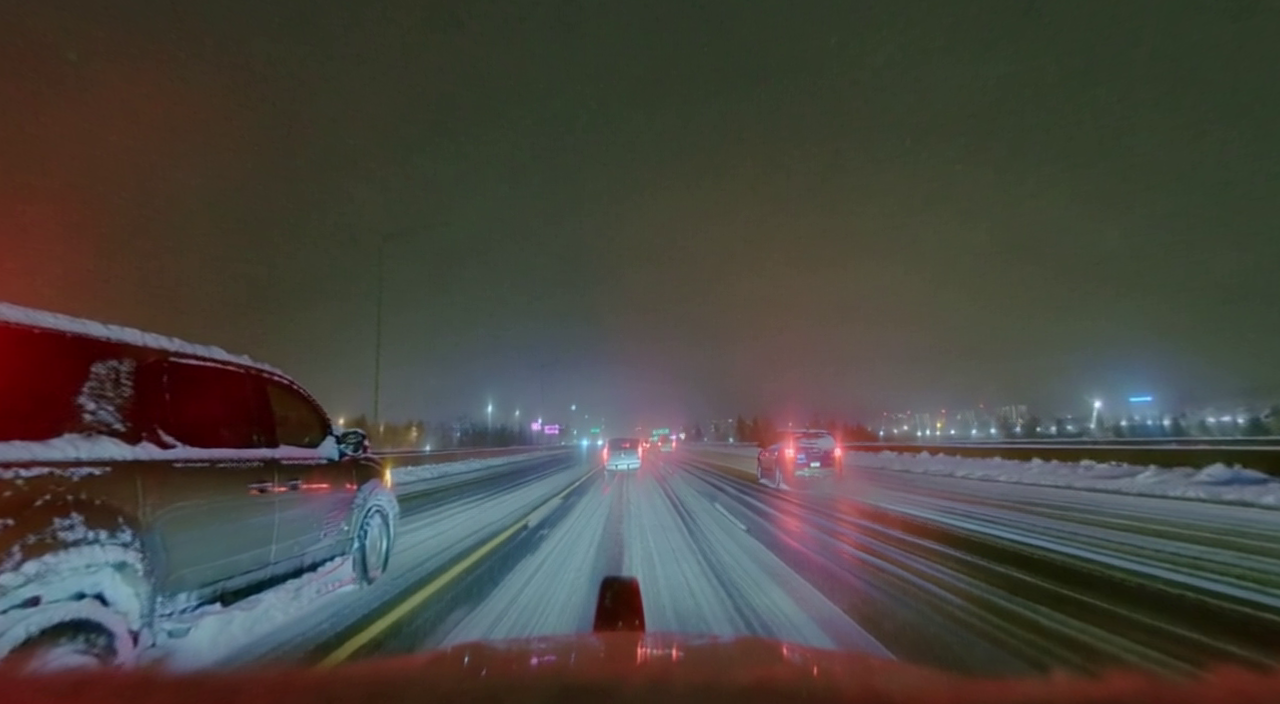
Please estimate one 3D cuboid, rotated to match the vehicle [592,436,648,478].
[{"bbox_3d":[-0.787,4.307,25.973,2.147,1.576,3.964,0,-8,-1],"label":"vehicle"}]
